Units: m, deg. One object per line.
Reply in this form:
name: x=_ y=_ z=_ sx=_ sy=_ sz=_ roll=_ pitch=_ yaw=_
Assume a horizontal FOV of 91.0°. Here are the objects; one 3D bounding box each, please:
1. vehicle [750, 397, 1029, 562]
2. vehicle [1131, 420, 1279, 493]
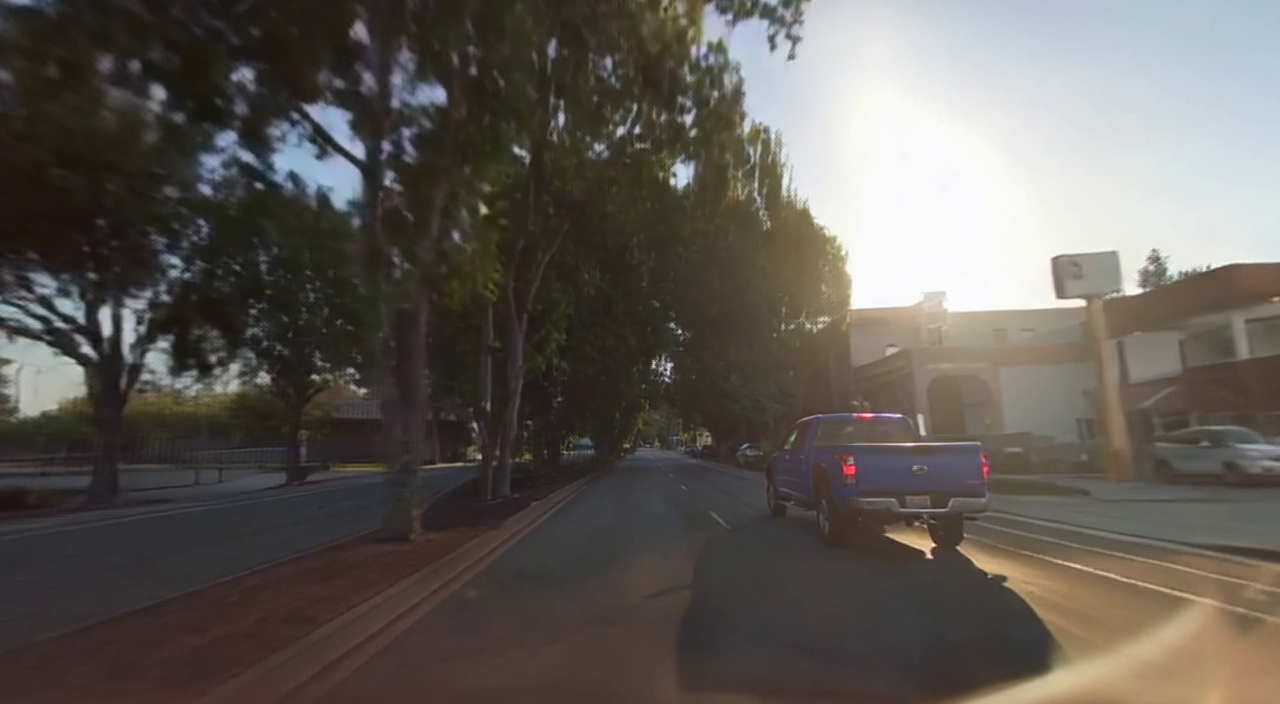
vehicle: x=3.255 y=1.824 z=9.775 sx=2.085 sy=1.828 sz=5.383 roll=0 pitch=-8 yaw=0
vehicle: x=16.061 y=2.773 z=16.885 sx=1.952 sy=1.691 sz=4.743 roll=0 pitch=-8 yaw=0
